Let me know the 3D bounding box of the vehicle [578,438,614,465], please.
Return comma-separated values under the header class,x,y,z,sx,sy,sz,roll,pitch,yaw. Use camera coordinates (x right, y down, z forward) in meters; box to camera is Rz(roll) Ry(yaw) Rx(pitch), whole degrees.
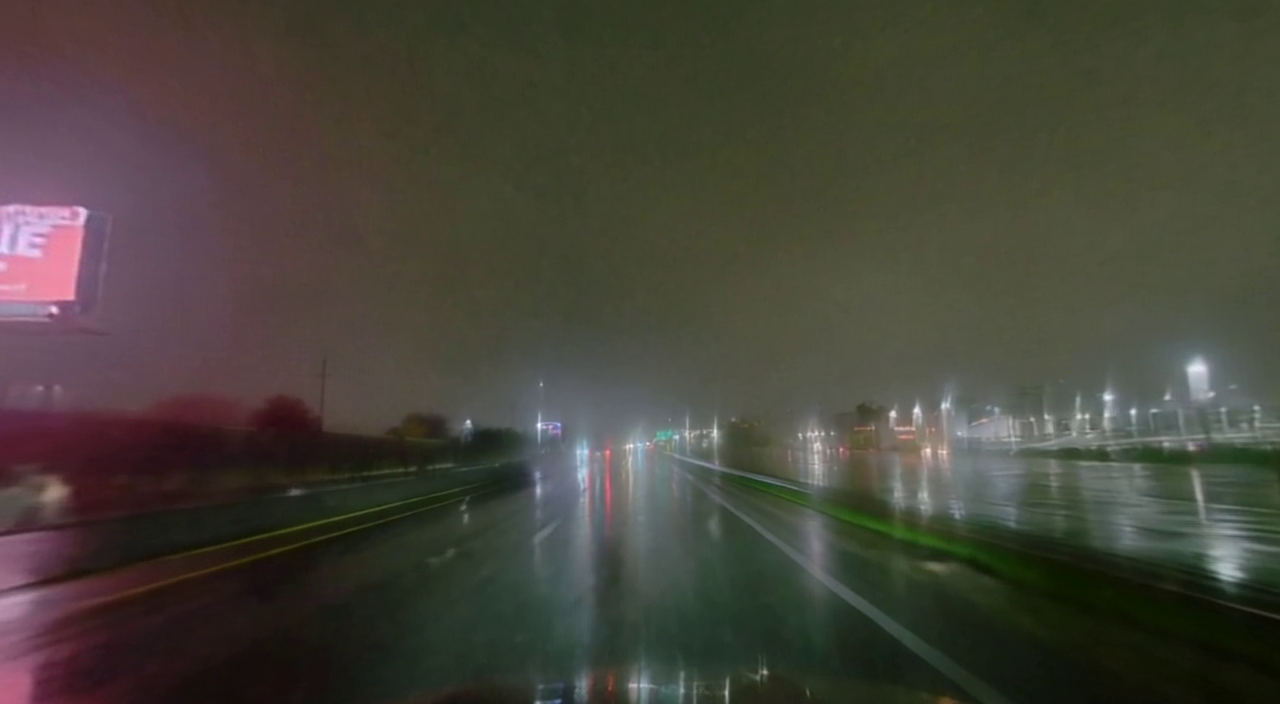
class,x,y,z,sx,sy,sz,roll,pitch,yaw
vehicle,-3.082,7.138,45.426,2.159,1.793,5.027,-1,-8,1
